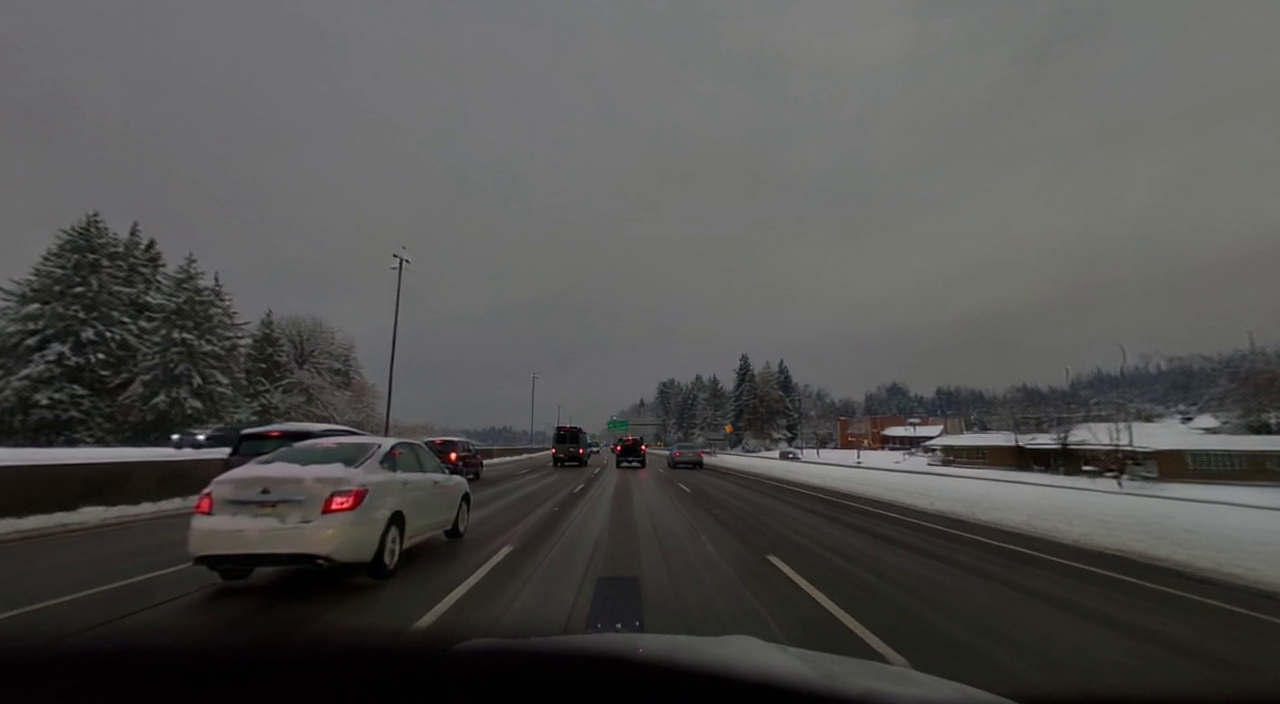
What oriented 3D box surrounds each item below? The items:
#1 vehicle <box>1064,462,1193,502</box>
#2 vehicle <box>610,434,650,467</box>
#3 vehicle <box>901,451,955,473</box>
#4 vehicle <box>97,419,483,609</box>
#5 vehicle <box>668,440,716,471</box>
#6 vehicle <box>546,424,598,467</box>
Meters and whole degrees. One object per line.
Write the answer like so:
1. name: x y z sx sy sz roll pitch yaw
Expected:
1. vehicle: 20.886 5.539 27.228 1.896 1.474 4.502 0 -9 -1
2. vehicle: -0.560 5.709 36.503 2.207 1.807 4.199 0 -9 -1
3. vehicle: 20.649 7.884 45.319 1.789 1.531 3.983 1 -9 -3
4. vehicle: -3.343 1.619 7.202 1.963 1.507 4.172 0 -9 1
5. vehicle: 2.740 5.601 34.268 2.127 1.513 4.501 0 -9 -1
6. vehicle: -3.872 5.522 37.028 2.504 2.276 5.933 0 -9 -1
